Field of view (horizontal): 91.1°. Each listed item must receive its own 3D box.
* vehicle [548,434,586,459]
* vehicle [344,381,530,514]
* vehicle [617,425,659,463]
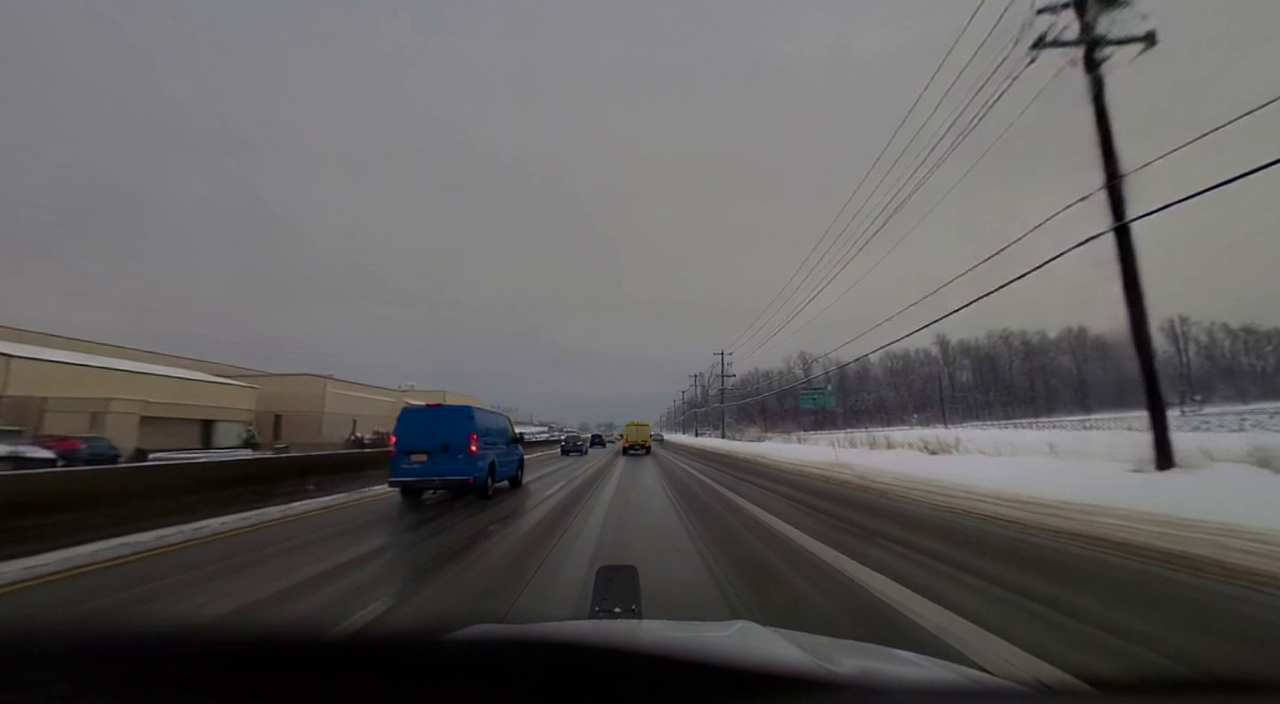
[{"bbox_3d":[-4.739,6.197,41.443,2.058,1.557,4.125,0,-8,-1],"label":"vehicle"},{"bbox_3d":[-4.215,2.125,14.460,2.388,2.410,5.787,0,-8,-1],"label":"vehicle"},{"bbox_3d":[-0.167,5.201,35.712,2.213,1.997,4.456,0,-8,-1],"label":"vehicle"}]
